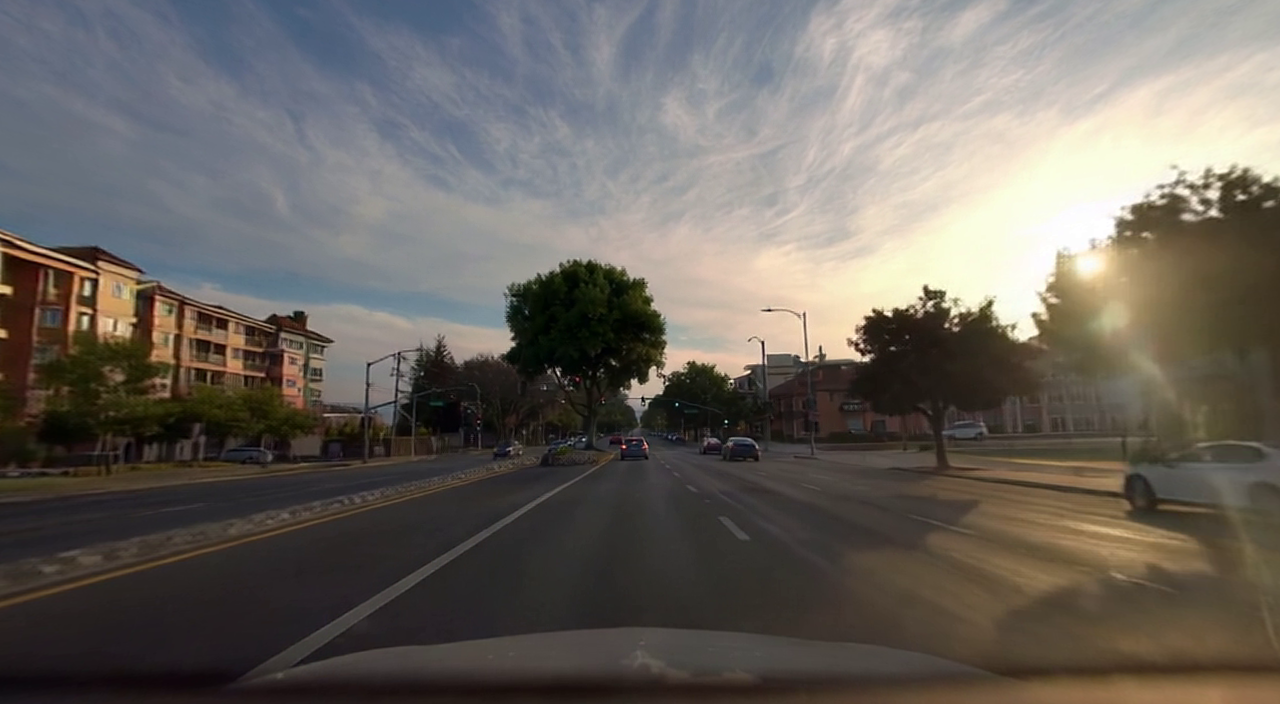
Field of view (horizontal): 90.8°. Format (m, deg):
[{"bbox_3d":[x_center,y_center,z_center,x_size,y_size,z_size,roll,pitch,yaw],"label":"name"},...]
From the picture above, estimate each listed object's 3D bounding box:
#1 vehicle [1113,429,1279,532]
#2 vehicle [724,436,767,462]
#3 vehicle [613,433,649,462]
[{"bbox_3d":[10.348,2.045,10.307,1.948,1.489,4.276,0,-9,0],"label":"vehicle"},{"bbox_3d":[6.278,5.828,37.981,1.768,1.417,4.213,0,-9,-2],"label":"vehicle"},{"bbox_3d":[-0.504,5.589,36.949,2.032,1.593,3.896,0,-9,0],"label":"vehicle"}]
